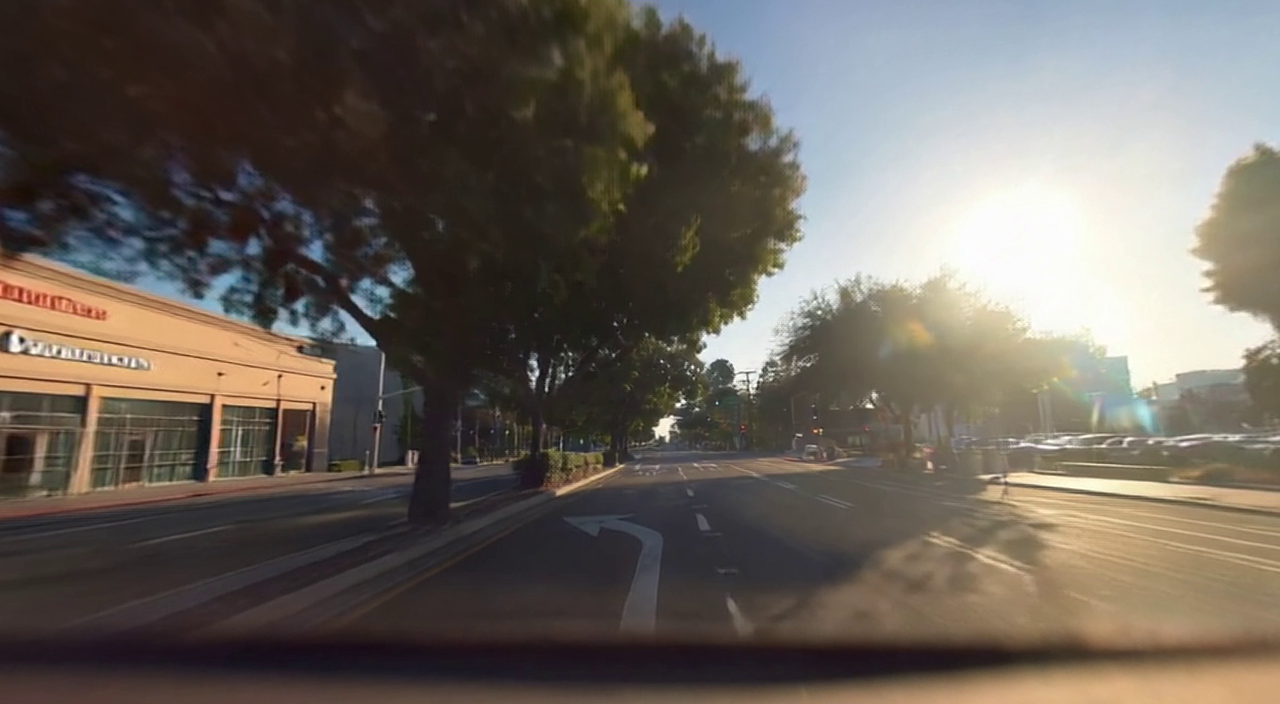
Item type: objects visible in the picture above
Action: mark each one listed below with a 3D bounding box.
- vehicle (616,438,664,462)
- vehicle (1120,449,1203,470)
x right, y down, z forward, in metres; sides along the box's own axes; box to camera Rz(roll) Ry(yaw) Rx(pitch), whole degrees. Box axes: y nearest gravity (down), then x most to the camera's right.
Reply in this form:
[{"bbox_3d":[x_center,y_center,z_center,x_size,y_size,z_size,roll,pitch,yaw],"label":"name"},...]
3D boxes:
[{"bbox_3d":[-0.033,7.594,48.899,2.010,1.728,4.408,4,-9,-26],"label":"vehicle"},{"bbox_3d":[41.071,8.460,49.886,1.790,1.474,4.620,4,-9,-24],"label":"vehicle"}]
